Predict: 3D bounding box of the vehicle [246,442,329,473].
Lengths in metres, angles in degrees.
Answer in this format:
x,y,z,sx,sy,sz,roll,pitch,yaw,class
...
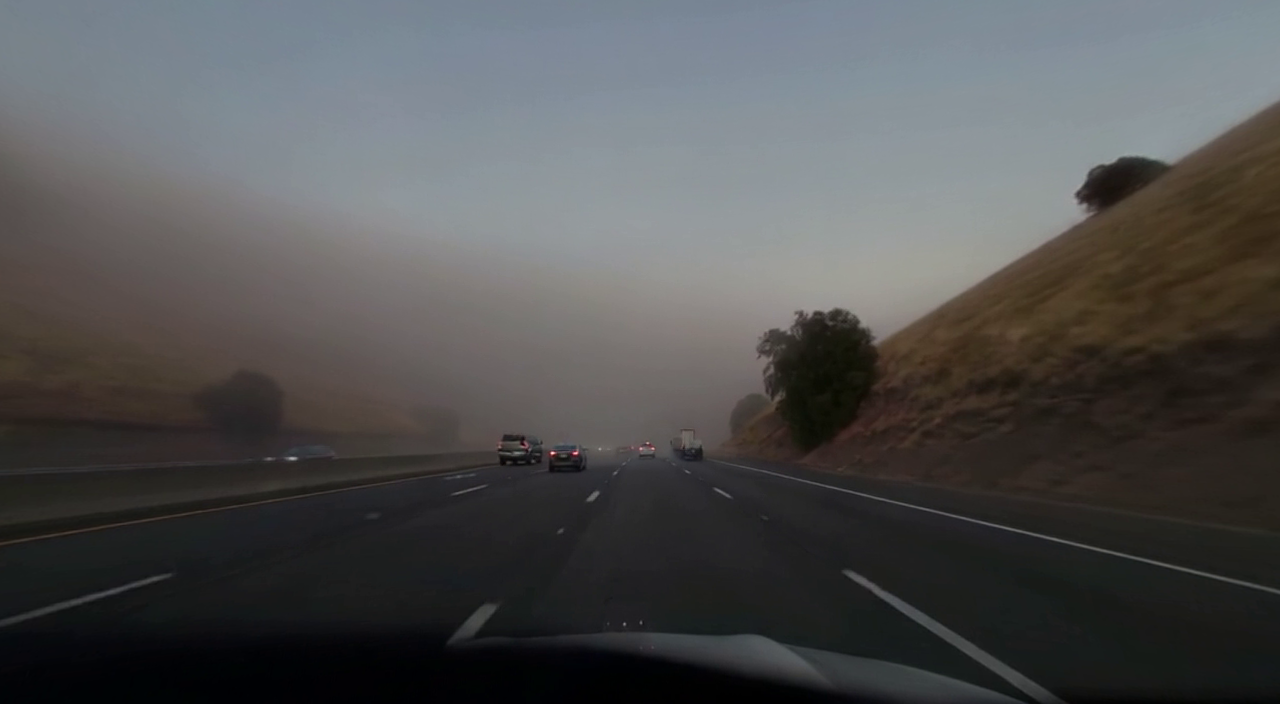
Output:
x,y,z,sx,sy,sz,roll,pitch,yaw,class
-20.691,6.180,37.262,1.933,1.660,4.943,0,-8,2,vehicle

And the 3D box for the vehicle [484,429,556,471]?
x,y,z,sx,sy,sz,roll,pitch,yaw,class
-6.417,5.346,34.619,2.589,2.063,6.206,0,-8,1,vehicle

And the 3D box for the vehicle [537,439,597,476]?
x,y,z,sx,sy,sz,roll,pitch,yaw,class
-3.172,4.722,28.514,2.091,1.552,4.516,0,-8,1,vehicle

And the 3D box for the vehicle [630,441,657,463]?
x,y,z,sx,sy,sz,roll,pitch,yaw,class
0.282,7.627,48.299,2.031,1.566,3.904,0,-8,0,vehicle
